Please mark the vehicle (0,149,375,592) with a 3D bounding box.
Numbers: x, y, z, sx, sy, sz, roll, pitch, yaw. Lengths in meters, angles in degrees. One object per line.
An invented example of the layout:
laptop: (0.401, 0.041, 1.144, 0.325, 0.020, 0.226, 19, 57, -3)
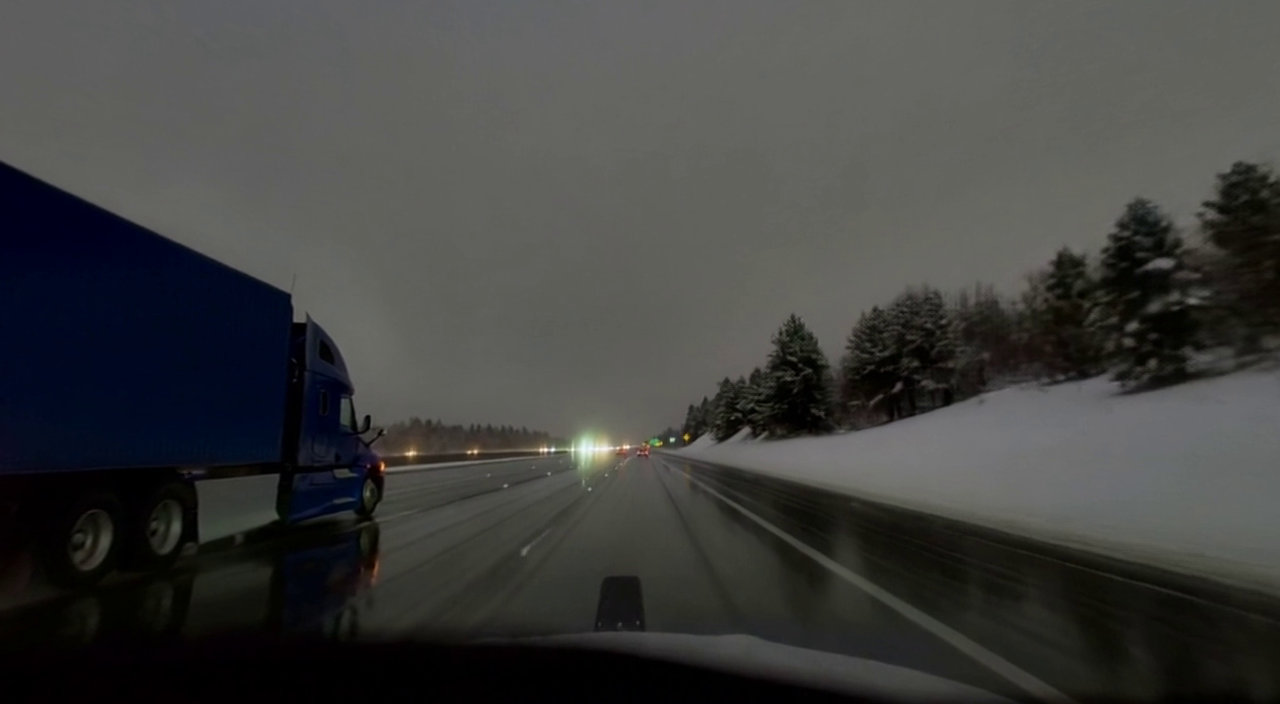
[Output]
vehicle: (-7.181, 0.614, 8.665, 2.996, 3.947, 8.600, 0, -9, 2)
